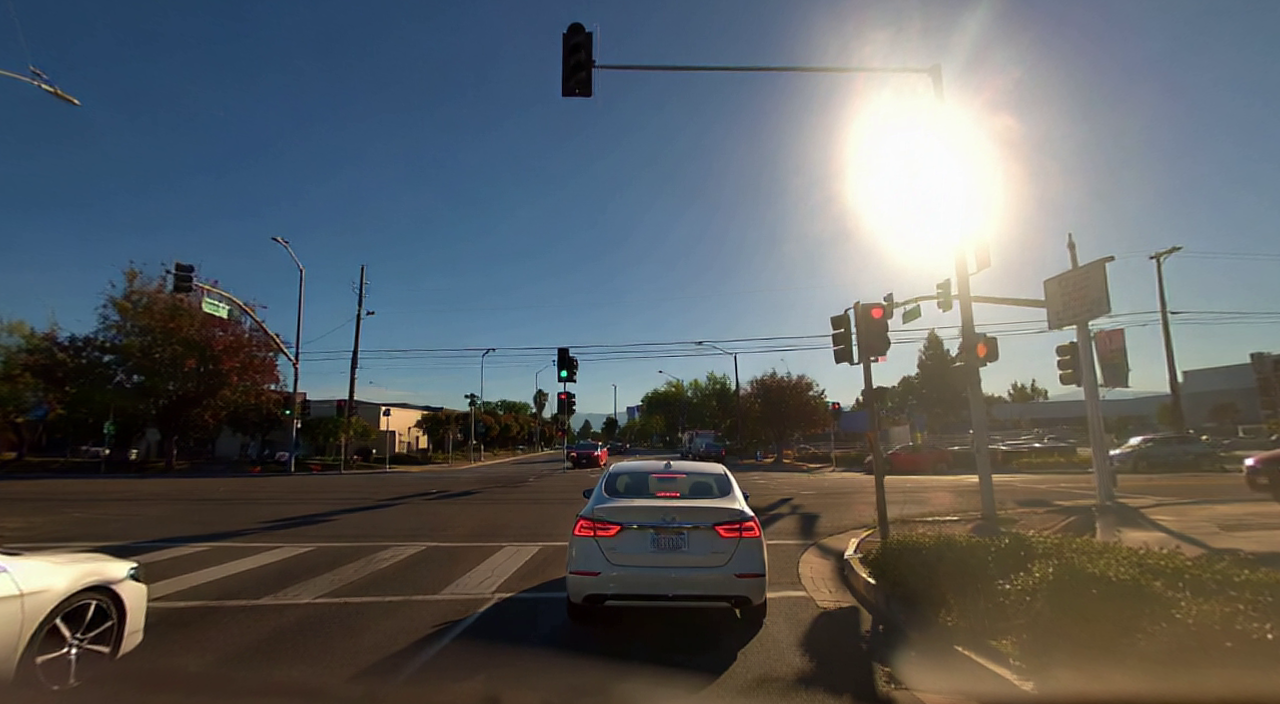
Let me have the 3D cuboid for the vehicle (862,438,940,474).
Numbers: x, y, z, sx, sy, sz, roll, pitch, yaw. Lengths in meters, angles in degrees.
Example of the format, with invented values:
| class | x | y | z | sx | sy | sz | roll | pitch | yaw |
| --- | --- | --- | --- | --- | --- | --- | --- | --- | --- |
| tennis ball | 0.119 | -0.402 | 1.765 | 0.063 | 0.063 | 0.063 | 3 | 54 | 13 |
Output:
| class | x | y | z | sx | sy | sz | roll | pitch | yaw |
| --- | --- | --- | --- | --- | --- | --- | --- | --- | --- |
| vehicle | 12.401 | 5.039 | 30.267 | 1.922 | 1.529 | 3.964 | 0 | -12 | -1 |

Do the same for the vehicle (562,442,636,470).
| class | x | y | z | sx | sy | sz | roll | pitch | yaw |
| --- | --- | --- | --- | --- | --- | --- | --- | --- | --- |
| vehicle | -2.447 | 6.152 | 37.559 | 3.991 | 1.526 | 1.868 | -4 | -9 | 30 |

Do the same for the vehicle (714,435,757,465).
| class | x | y | z | sx | sy | sz | roll | pitch | yaw |
| --- | --- | --- | --- | --- | --- | --- | --- | --- | --- |
| vehicle | 6.950 | 7.154 | 46.114 | 1.491 | 2.041 | 2.964 | 6 | -9 | -34 |

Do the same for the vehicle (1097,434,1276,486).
| class | x | y | z | sx | sy | sz | roll | pitch | yaw |
| --- | --- | --- | --- | --- | --- | --- | --- | --- | --- |
| vehicle | 16.787 | 3.316 | 19.504 | 3.876 | 1.512 | 1.784 | 0 | -8 | -2 |
